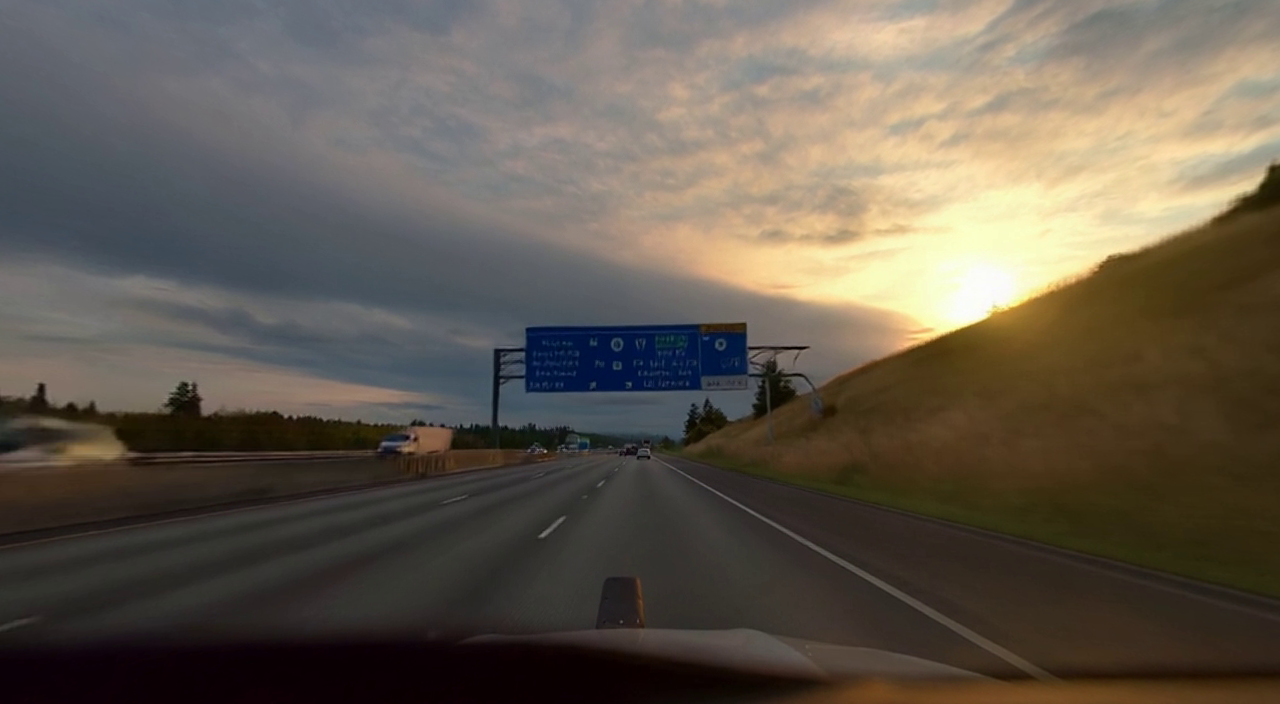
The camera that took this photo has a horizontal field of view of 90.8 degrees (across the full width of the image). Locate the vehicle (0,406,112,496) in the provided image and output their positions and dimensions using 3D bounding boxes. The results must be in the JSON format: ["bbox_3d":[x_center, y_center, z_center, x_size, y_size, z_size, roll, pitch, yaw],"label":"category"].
[{"bbox_3d":[-14.787,2.171,13.781,2.059,1.916,5.094,0,-9,-1],"label":"vehicle"}]
